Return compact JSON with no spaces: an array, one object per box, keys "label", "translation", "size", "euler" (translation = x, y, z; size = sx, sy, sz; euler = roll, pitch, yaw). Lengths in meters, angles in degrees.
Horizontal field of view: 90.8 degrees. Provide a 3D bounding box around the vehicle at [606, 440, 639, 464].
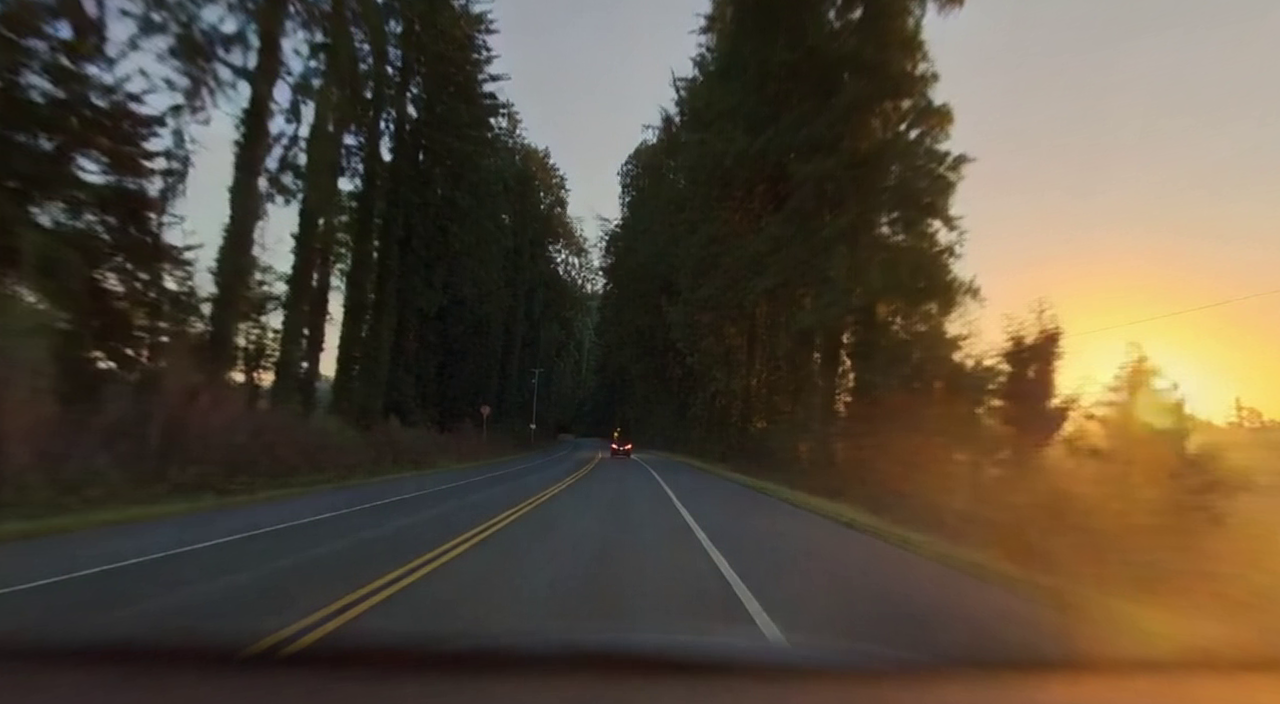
[{"label":"vehicle","translation":[-1.162,6.564,41.524],"size":[2.042,1.489,3.963],"euler":[0,-9,-2]}]
